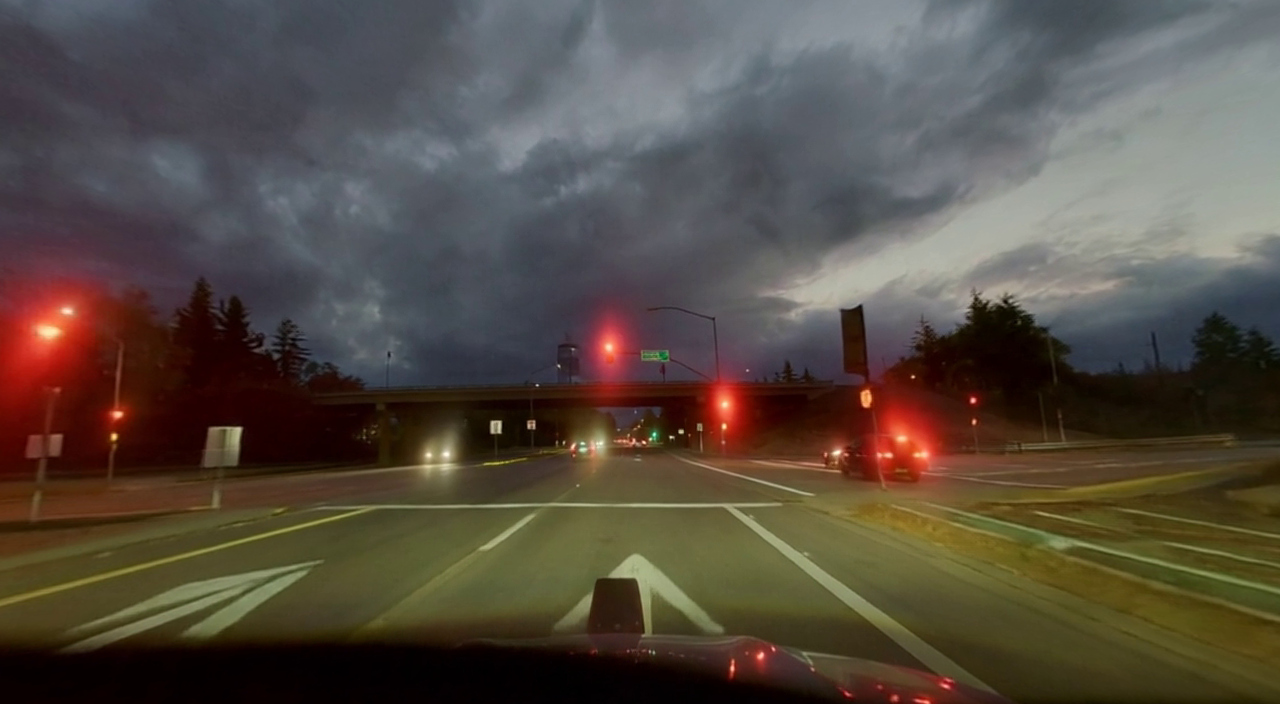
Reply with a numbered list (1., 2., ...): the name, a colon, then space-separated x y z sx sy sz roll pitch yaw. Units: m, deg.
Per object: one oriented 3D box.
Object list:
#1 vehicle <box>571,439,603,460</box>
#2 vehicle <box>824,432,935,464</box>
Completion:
1. vehicle: -3.996 7.438 48.223 2.082 1.472 4.310 0 -9 0
2. vehicle: 11.651 4.692 30.841 4.691 1.466 1.800 1 -9 -7
